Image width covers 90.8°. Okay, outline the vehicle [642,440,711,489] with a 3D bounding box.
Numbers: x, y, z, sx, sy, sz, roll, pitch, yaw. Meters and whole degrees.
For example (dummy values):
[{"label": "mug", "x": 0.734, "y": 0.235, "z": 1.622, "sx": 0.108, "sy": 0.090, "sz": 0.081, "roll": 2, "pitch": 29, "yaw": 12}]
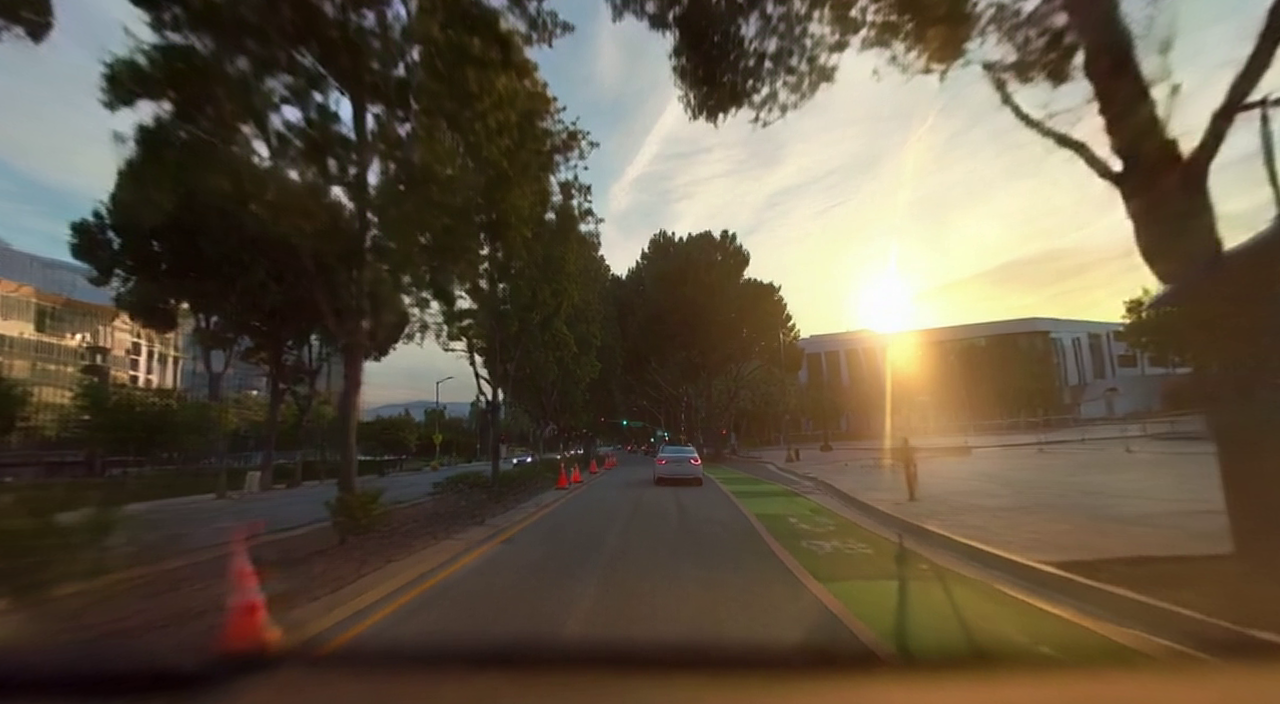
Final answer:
[{"label": "vehicle", "x": 1.191, "y": 3.862, "z": 21.976, "sx": 2.114, "sy": 1.493, "sz": 4.430, "roll": 0, "pitch": -9, "yaw": 1}]
